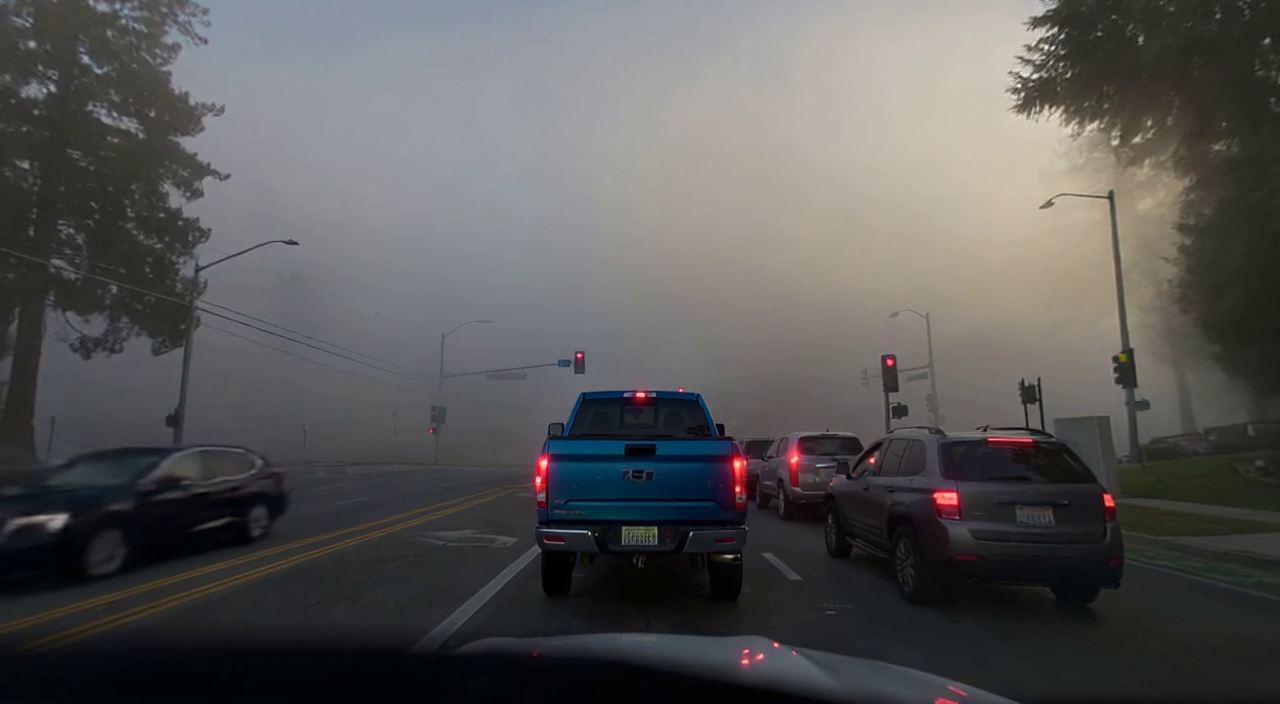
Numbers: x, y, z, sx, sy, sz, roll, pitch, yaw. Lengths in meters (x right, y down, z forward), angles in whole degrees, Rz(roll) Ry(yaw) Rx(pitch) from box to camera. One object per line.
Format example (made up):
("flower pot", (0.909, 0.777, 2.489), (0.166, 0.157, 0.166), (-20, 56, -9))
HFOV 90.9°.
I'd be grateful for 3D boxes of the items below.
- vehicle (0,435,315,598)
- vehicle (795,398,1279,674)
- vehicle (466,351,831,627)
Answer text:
("vehicle", (-6.345, 1.828, 7.995), (1.994, 1.469, 4.367), (0, -8, 2))
("vehicle", (3.332, 1.501, 6.479), (2.155, 1.667, 5.162), (0, -8, 0))
("vehicle", (0.089, 1.389, 7.382), (2.636, 2.011, 5.425), (0, -8, 1))
